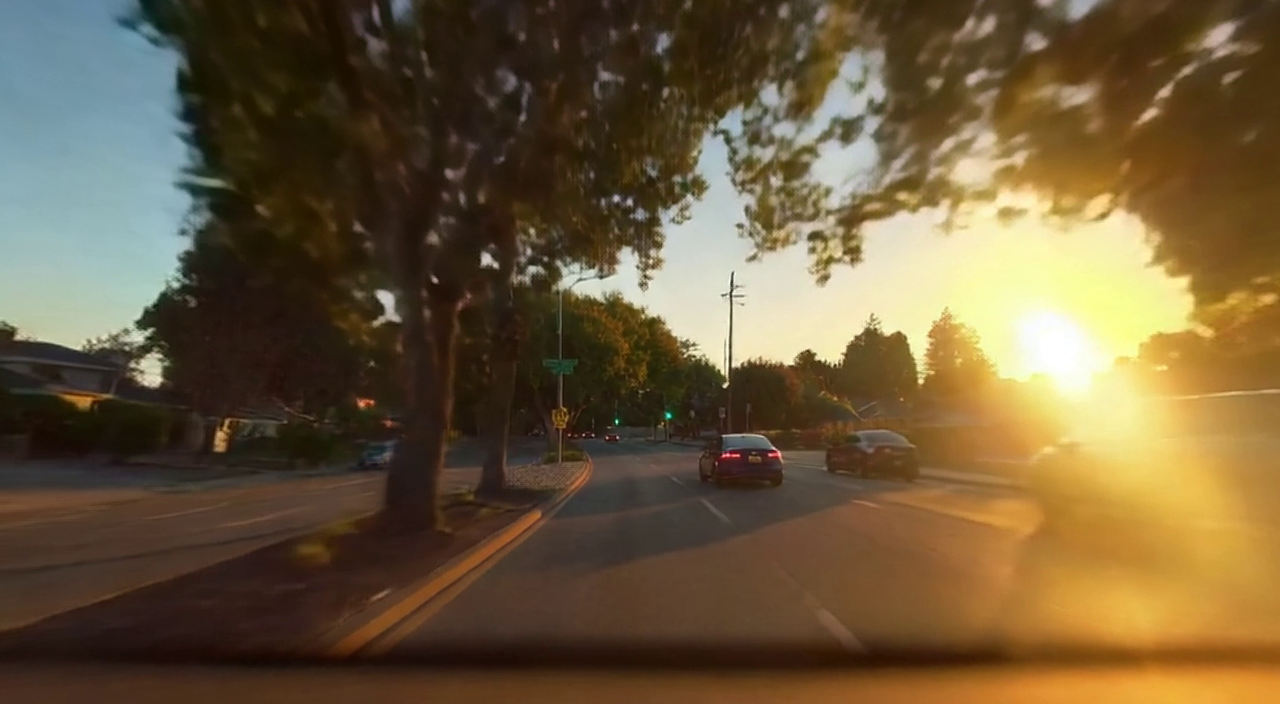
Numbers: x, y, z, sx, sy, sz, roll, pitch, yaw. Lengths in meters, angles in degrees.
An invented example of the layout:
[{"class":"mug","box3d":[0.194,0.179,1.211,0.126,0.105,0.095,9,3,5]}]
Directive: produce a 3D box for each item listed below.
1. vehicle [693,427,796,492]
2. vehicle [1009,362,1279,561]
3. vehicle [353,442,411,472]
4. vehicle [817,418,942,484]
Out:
[{"class":"vehicle","box3d":[2.640,2.844,17.005,1.960,1.479,4.086,0,-8,-2]},{"class":"vehicle","box3d":[7.039,1.275,7.663,2.065,1.861,4.704,0,-8,-2]},{"class":"vehicle","box3d":[-15.099,6.151,37.161,1.949,1.642,4.376,0,-8,-6]},{"class":"vehicle","box3d":[6.648,2.809,18.058,2.008,1.614,4.369,-1,-8,3]}]
